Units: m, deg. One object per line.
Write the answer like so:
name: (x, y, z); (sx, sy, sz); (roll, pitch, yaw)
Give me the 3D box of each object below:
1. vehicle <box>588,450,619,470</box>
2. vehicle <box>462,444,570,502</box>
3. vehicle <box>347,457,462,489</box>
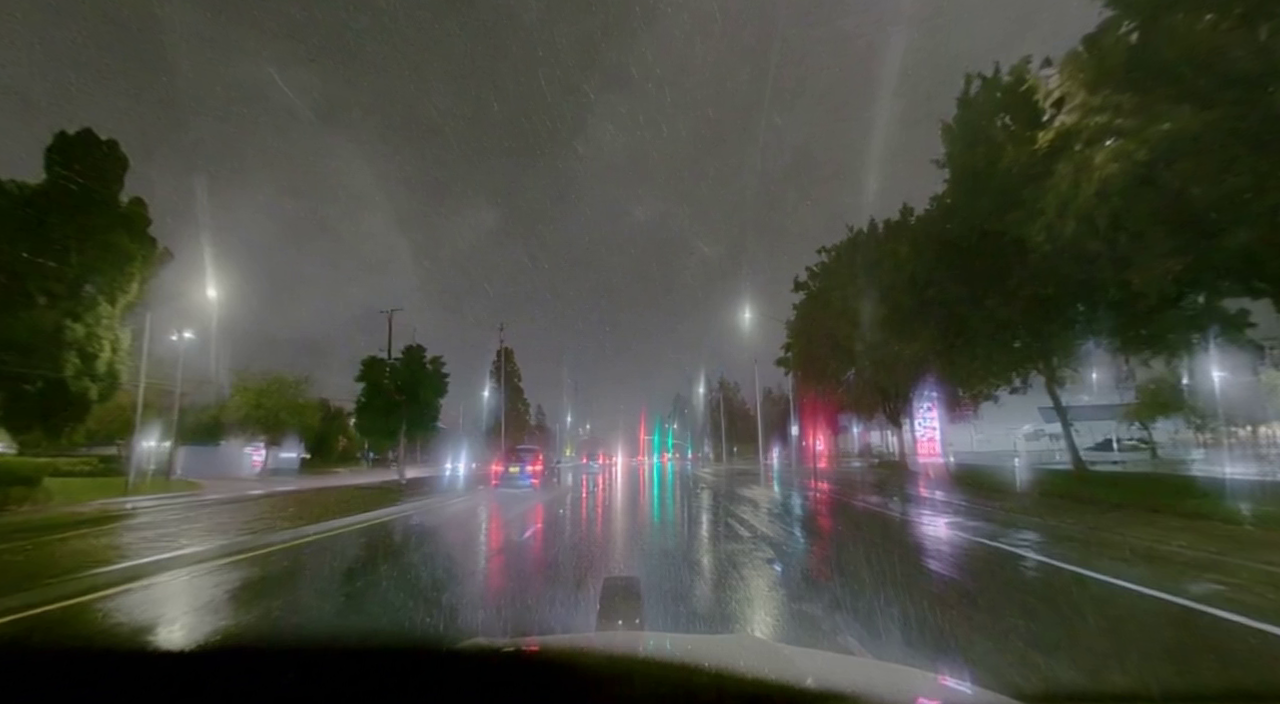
vehicle: (-2.745, 8.267, 48.326); (2.039, 1.479, 4.257); (0, -9, 2)
vehicle: (-3.380, 3.411, 18.151); (2.076, 1.444, 4.328); (-1, -9, 2)
vehicle: (-7.604, 3.945, 20.665); (2.700, 0.905, 2.928); (0, -9, -2)
